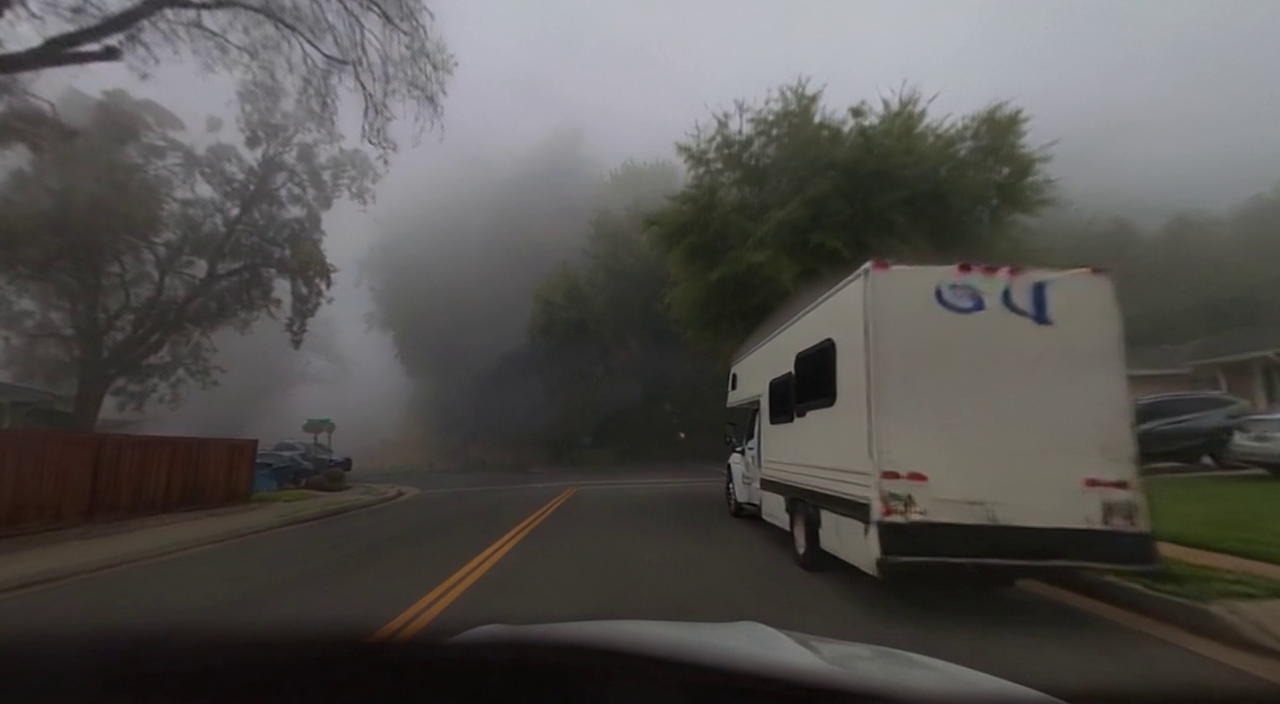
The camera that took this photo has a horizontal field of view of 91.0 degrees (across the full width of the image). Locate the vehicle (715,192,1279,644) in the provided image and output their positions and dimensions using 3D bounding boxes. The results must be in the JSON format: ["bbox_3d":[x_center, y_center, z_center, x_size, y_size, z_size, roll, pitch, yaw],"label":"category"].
[{"bbox_3d":[3.150,1.037,8.996,2.915,3.243,8.972,0,-8,-1],"label":"vehicle"}]

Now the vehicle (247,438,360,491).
[{"bbox_3d":[-13.058,4.370,24.832,2.111,1.856,4.803,0,-8,-5],"label":"vehicle"}]
